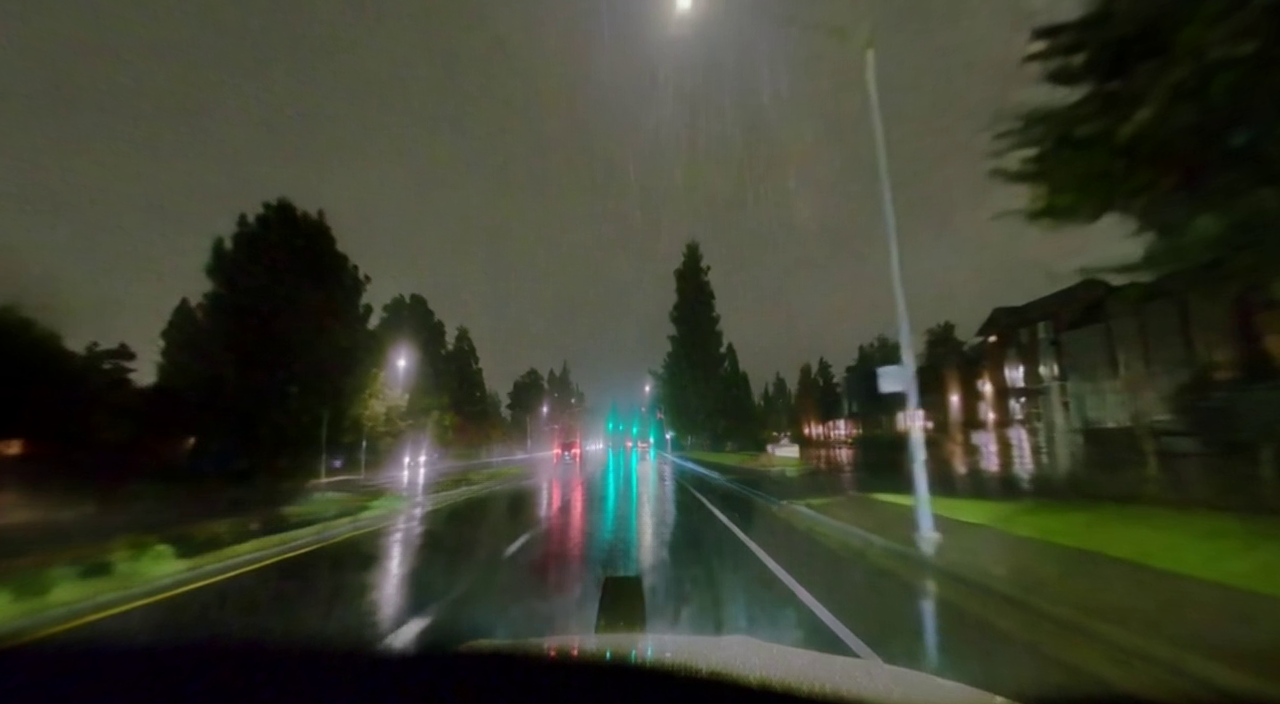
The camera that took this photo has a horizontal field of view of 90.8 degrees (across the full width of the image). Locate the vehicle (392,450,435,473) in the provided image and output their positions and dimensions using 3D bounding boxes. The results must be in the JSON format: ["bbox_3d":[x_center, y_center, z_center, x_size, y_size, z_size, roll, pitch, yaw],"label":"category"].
[{"bbox_3d":[-17.777,8.601,49.793,1.900,1.474,4.431,-4,-7,-2],"label":"vehicle"}]

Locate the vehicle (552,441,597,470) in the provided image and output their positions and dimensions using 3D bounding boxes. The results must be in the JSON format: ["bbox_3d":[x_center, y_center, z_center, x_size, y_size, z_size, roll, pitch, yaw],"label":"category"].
[{"bbox_3d":[-3.502,5.639,34.554,1.992,1.447,4.044,0,-8,0],"label":"vehicle"}]
